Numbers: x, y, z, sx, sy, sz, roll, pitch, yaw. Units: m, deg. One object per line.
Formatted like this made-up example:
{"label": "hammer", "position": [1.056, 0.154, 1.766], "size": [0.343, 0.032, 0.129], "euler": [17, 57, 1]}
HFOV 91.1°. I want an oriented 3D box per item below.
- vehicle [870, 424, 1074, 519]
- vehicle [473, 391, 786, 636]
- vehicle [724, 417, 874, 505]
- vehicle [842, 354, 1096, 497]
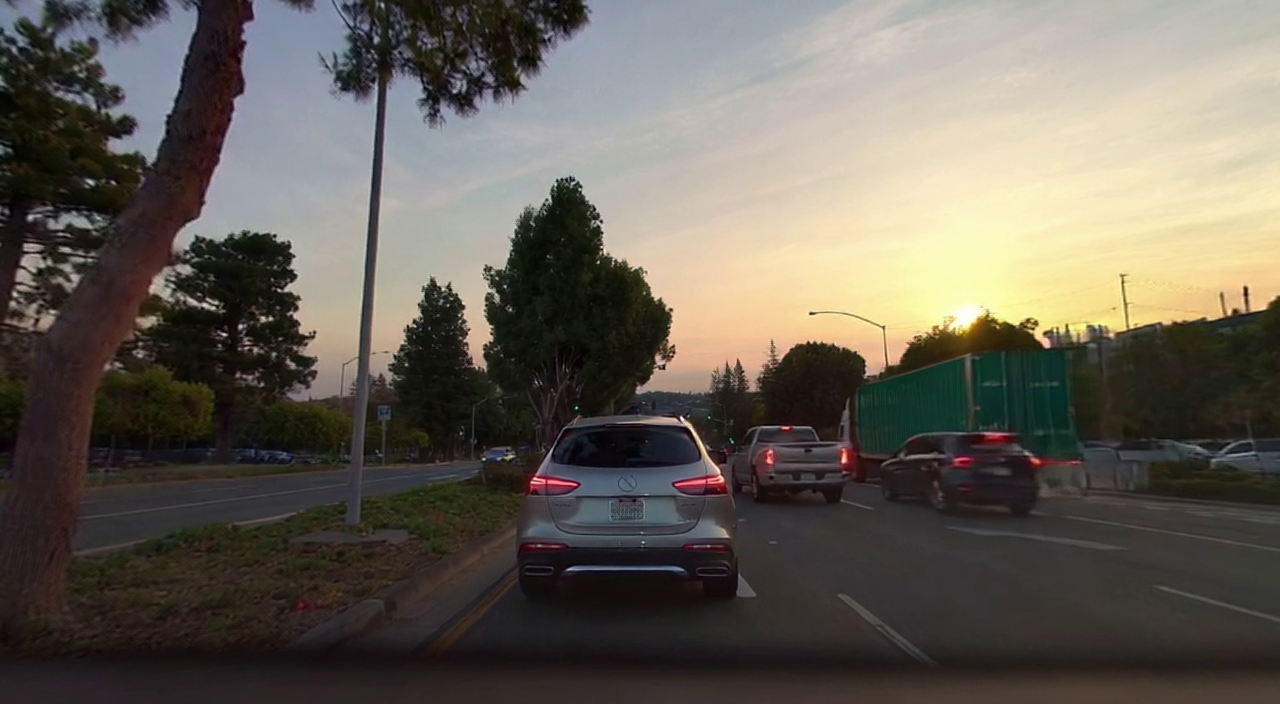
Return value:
{"label": "vehicle", "position": [7.244, 2.644, 14.466], "size": [2.024, 1.810, 4.807], "euler": [0, -8, 0]}
{"label": "vehicle", "position": [-0.097, 1.428, 6.484], "size": [2.172, 1.694, 4.055], "euler": [0, -8, -1]}
{"label": "vehicle", "position": [4.006, 2.938, 17.356], "size": [2.440, 1.962, 6.363], "euler": [0, -8, 0]}
{"label": "vehicle", "position": [10.999, 2.870, 23.226], "size": [3.025, 3.993, 11.243], "euler": [0, -9, -1]}
